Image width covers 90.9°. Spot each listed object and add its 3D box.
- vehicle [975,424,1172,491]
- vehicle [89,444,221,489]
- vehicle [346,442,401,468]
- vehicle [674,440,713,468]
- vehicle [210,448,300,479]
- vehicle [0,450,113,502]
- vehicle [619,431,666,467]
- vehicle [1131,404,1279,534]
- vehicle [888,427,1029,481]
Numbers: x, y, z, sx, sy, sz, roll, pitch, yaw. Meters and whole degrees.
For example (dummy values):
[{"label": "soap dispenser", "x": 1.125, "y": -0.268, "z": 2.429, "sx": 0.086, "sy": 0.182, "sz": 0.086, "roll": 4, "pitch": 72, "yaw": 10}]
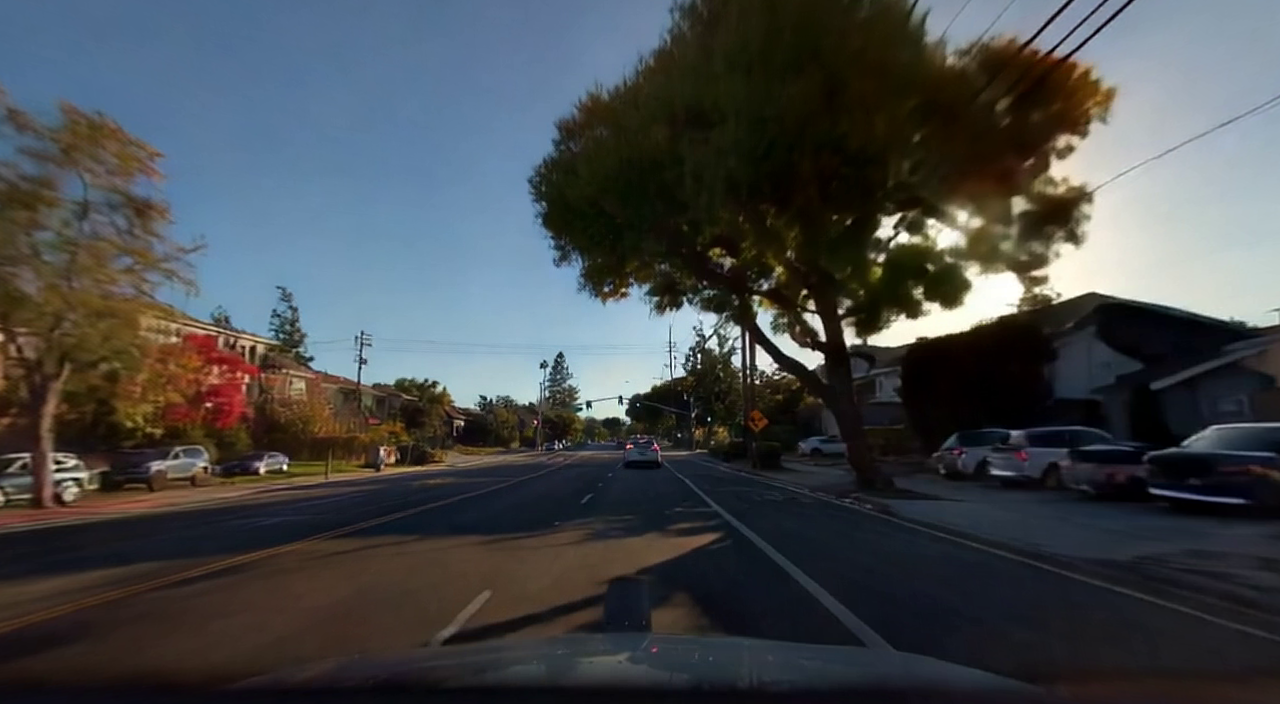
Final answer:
[{"label": "vehicle", "x": 13.520, "y": 3.307, "z": 19.916, "sx": 4.508, "sy": 1.937, "sz": 2.356, "roll": 1, "pitch": -8, "yaw": -5}, {"label": "vehicle", "x": -20.218, "y": 4.763, "z": 26.570, "sx": 1.973, "sy": 1.700, "sz": 4.475, "roll": 0, "pitch": -8, "yaw": 0}, {"label": "vehicle", "x": -20.014, "y": 7.733, "z": 47.540, "sx": 2.046, "sy": 1.874, "sz": 4.448, "roll": 0, "pitch": -8, "yaw": 2}, {"label": "vehicle", "x": 3.250, "y": 6.254, "z": 38.730, "sx": 2.002, "sy": 1.511, "sz": 4.124, "roll": 2, "pitch": -8, "yaw": 0}, {"label": "vehicle", "x": -20.393, "y": 5.880, "z": 33.620, "sx": 1.865, "sy": 1.506, "sz": 4.706, "roll": 0, "pitch": -8, "yaw": -1}, {"label": "vehicle", "x": -20.072, "y": 3.950, "z": 20.364, "sx": 2.050, "sy": 1.501, "sz": 4.588, "roll": 0, "pitch": -8, "yaw": 1}, {"label": "vehicle", "x": 0.155, "y": 6.003, "z": 39.203, "sx": 2.769, "sy": 2.087, "sz": 5.130, "roll": 0, "pitch": -8, "yaw": 0}, {"label": "vehicle", "x": 11.829, "y": 1.990, "z": 11.061, "sx": 4.305, "sy": 1.997, "sz": 2.453, "roll": 0, "pitch": -8, "yaw": 0}, {"label": "vehicle", "x": 12.638, "y": 4.056, "z": 25.245, "sx": 4.412, "sy": 1.878, "sz": 2.048, "roll": -2, "pitch": -8, "yaw": -2}]
